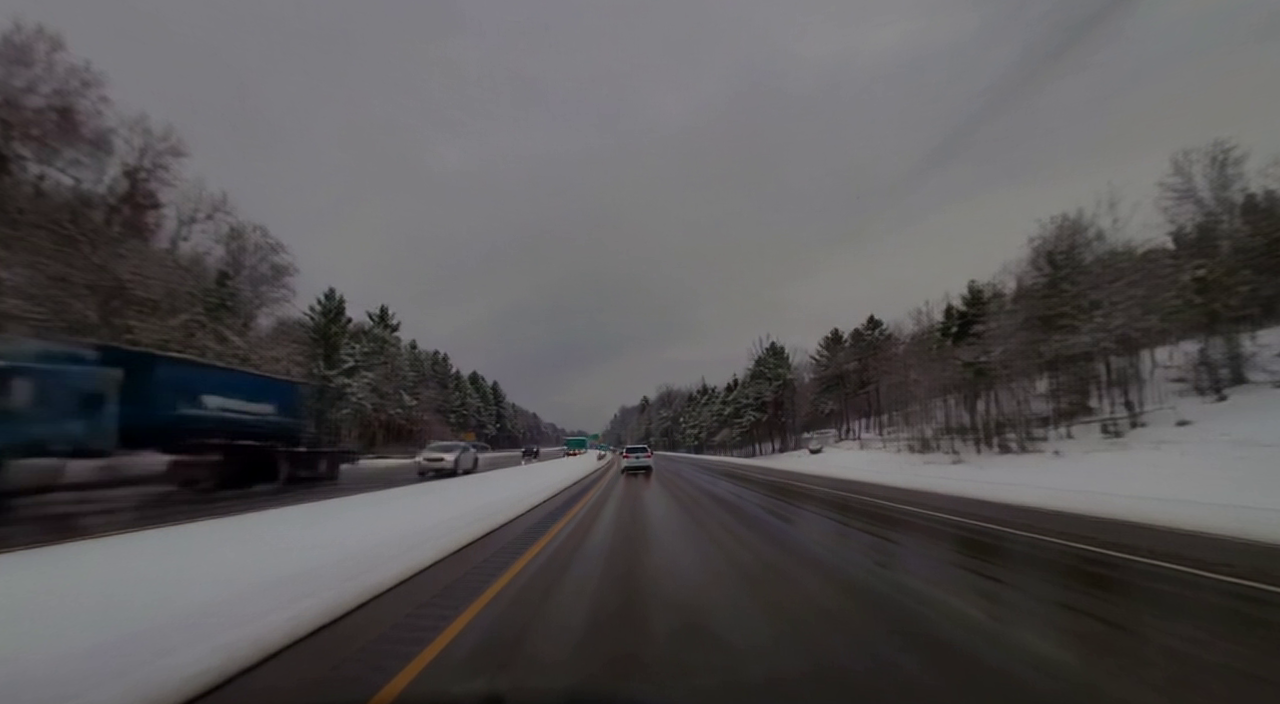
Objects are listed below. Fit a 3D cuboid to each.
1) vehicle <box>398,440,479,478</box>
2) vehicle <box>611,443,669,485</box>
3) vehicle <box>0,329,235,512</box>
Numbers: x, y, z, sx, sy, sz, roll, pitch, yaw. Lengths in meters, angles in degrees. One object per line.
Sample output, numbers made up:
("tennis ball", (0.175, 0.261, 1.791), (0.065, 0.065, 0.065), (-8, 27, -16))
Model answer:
("vehicle", (-8.545, 4.568, 27.187), (1.945, 1.471, 4.726), (0, -9, 0))
("vehicle", (-0.030, 4.371, 24.924), (2.114, 1.523, 4.012), (0, -9, -1))
("vehicle", (-13.287, 1.730, 14.725), (2.649, 3.362, 7.432), (0, -9, 0))
